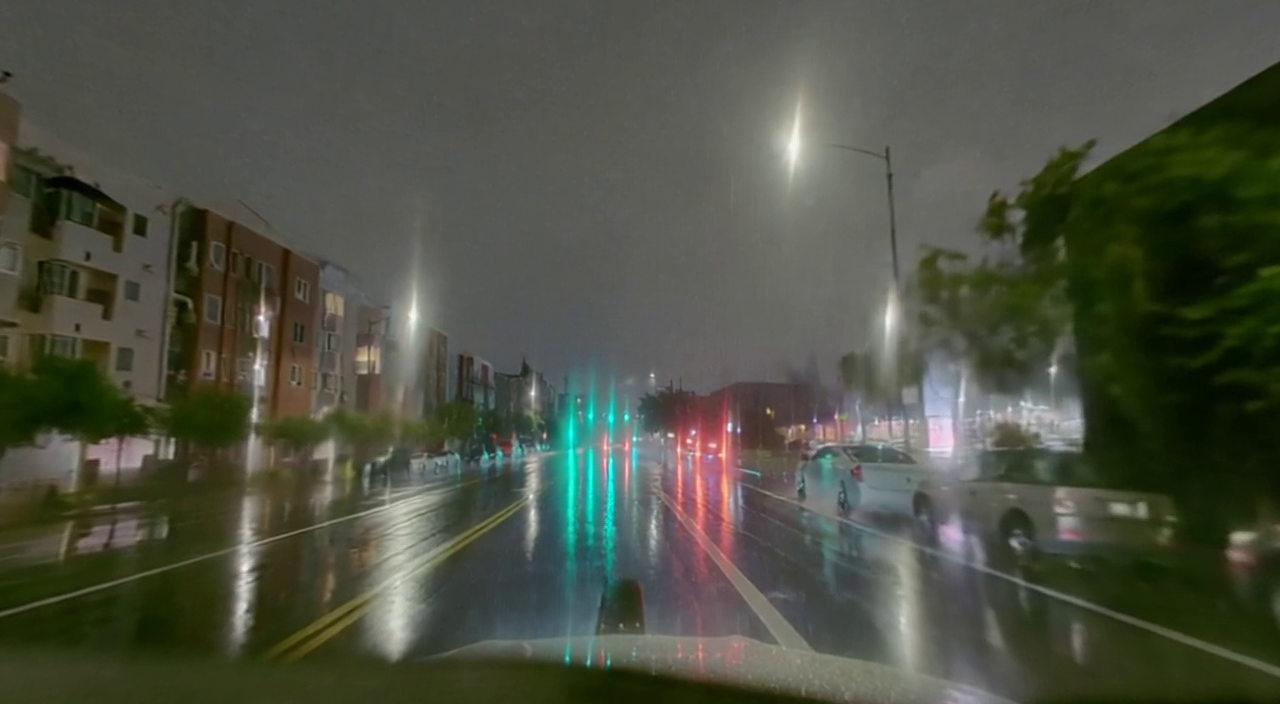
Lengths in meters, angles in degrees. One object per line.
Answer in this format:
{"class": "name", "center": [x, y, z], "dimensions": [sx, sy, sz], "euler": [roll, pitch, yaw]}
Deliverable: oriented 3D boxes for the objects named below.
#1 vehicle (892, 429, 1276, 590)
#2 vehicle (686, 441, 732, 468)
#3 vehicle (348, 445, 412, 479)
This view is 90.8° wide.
{"class": "vehicle", "center": [5.005, 1.778, 8.041], "dimensions": [1.797, 1.486, 4.154], "euler": [0, -8, -1]}
{"class": "vehicle", "center": [3.975, 5.971, 37.027], "dimensions": [2.085, 1.466, 4.276], "euler": [0, -8, -2]}
{"class": "vehicle", "center": [-13.990, 5.909, 34.306], "dimensions": [1.908, 1.694, 4.306], "euler": [1, -8, -5]}
